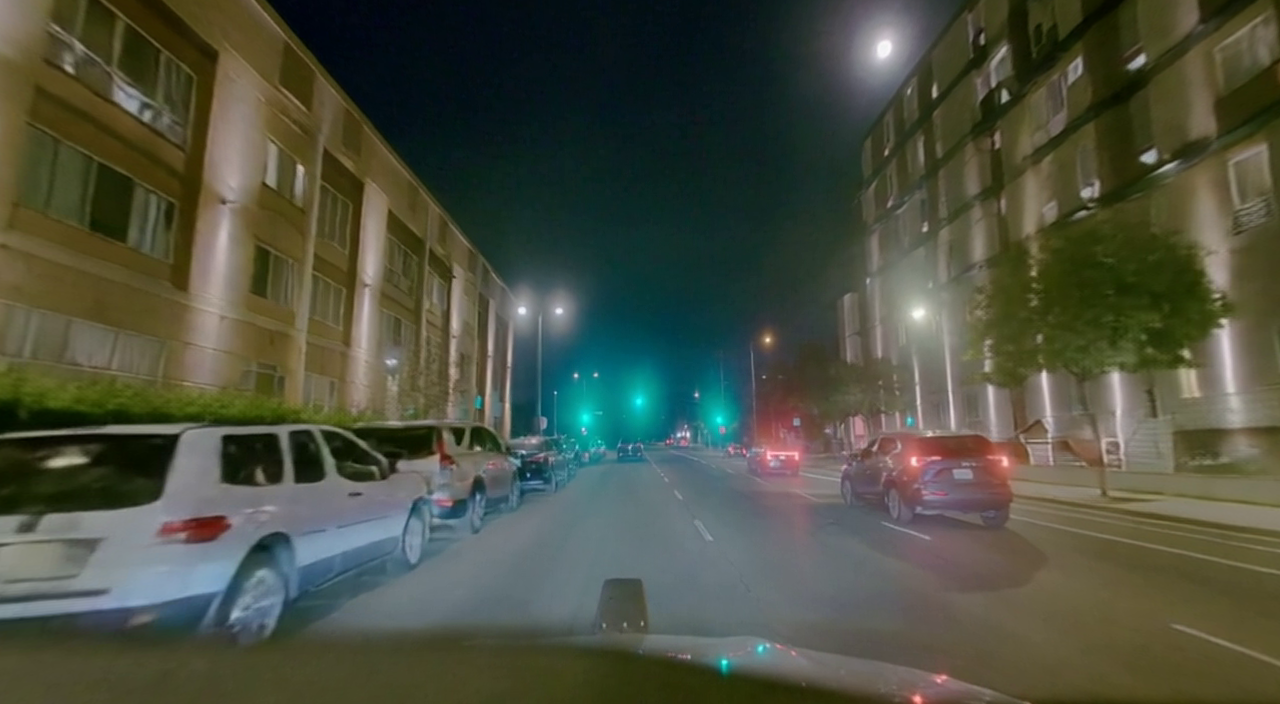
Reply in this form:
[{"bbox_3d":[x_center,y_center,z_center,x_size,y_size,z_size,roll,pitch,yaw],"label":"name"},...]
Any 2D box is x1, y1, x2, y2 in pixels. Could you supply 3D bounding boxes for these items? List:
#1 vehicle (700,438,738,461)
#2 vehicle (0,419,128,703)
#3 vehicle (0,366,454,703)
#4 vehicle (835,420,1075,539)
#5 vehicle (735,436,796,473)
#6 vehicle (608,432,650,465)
[{"bbox_3d":[5.272,6.580,42.558,1.917,1.467,4.452,0,-8,-1],"label":"vehicle"},{"bbox_3d":[-3.088,0.675,0.229,1.957,1.435,4.662,0,-8,-1],"label":"vehicle"},{"bbox_3d":[-3.227,1.238,5.239,1.951,1.671,4.615,0,-8,0],"label":"vehicle"},{"bbox_3d":[4.957,2.050,10.745,1.891,1.599,4.173,0,-8,0],"label":"vehicle"},{"bbox_3d":[5.274,4.369,26.943,1.799,1.463,3.464,0,-8,-2],"label":"vehicle"},{"bbox_3d":[-0.584,5.212,34.108,2.122,1.689,3.885,0,-8,0],"label":"vehicle"}]
